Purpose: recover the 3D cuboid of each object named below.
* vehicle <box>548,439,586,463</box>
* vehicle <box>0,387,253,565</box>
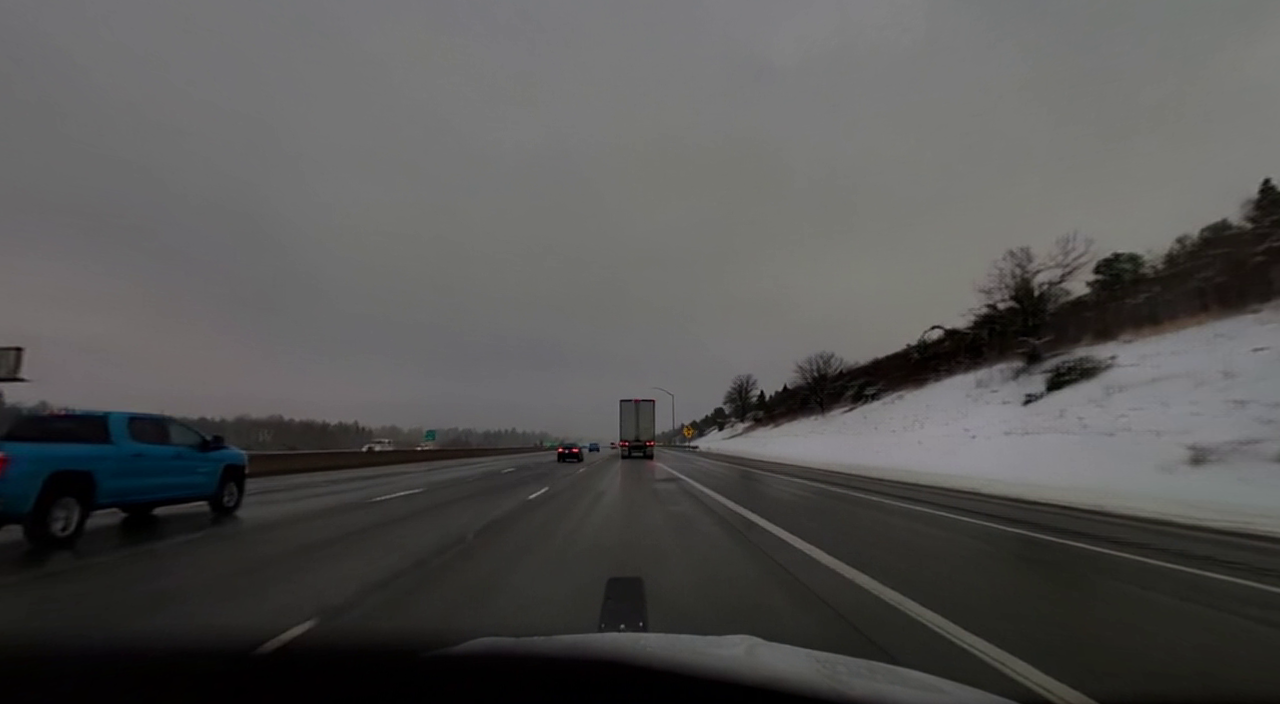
[{"bbox_3d":[-4.733,6.497,41.556,1.983,1.508,4.060,0,-8,0],"label":"vehicle"},{"bbox_3d":[-7.727,1.519,8.087,2.113,1.837,5.339,0,-8,0],"label":"vehicle"}]
